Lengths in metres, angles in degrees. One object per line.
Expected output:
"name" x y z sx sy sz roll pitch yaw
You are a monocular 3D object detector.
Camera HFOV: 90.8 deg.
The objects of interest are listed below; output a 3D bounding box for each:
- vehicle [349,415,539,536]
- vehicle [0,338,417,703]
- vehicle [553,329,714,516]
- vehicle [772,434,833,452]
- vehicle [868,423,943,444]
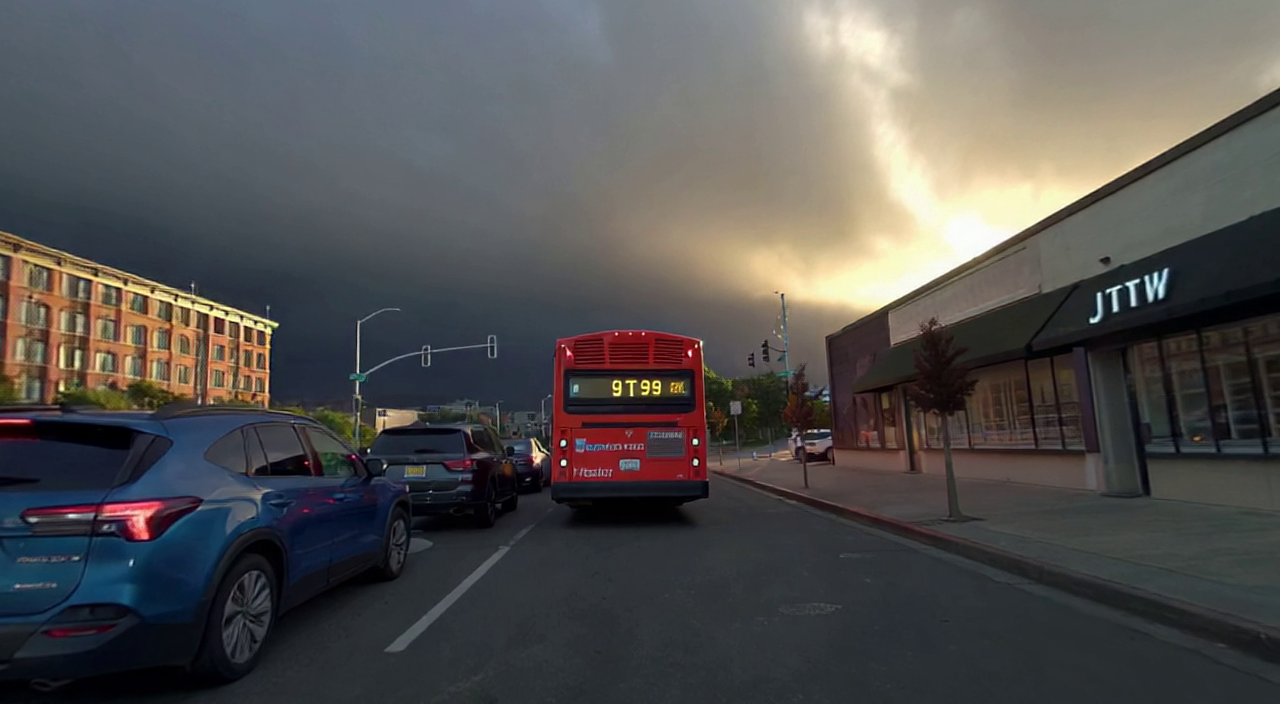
"vehicle" -3.354 2.224 11.998 2.096 1.828 4.669 0 -8 0
"vehicle" -3.213 1.092 3.970 2.020 1.725 4.384 0 -8 0
"vehicle" -0.294 2.016 16.718 2.938 3.468 9.972 0 -9 -2
"vehicle" 11.949 6.737 46.650 3.949 1.337 1.738 0 -9 -3
"vehicle" 19.812 6.116 47.201 4.827 1.555 1.863 1 -9 -6
